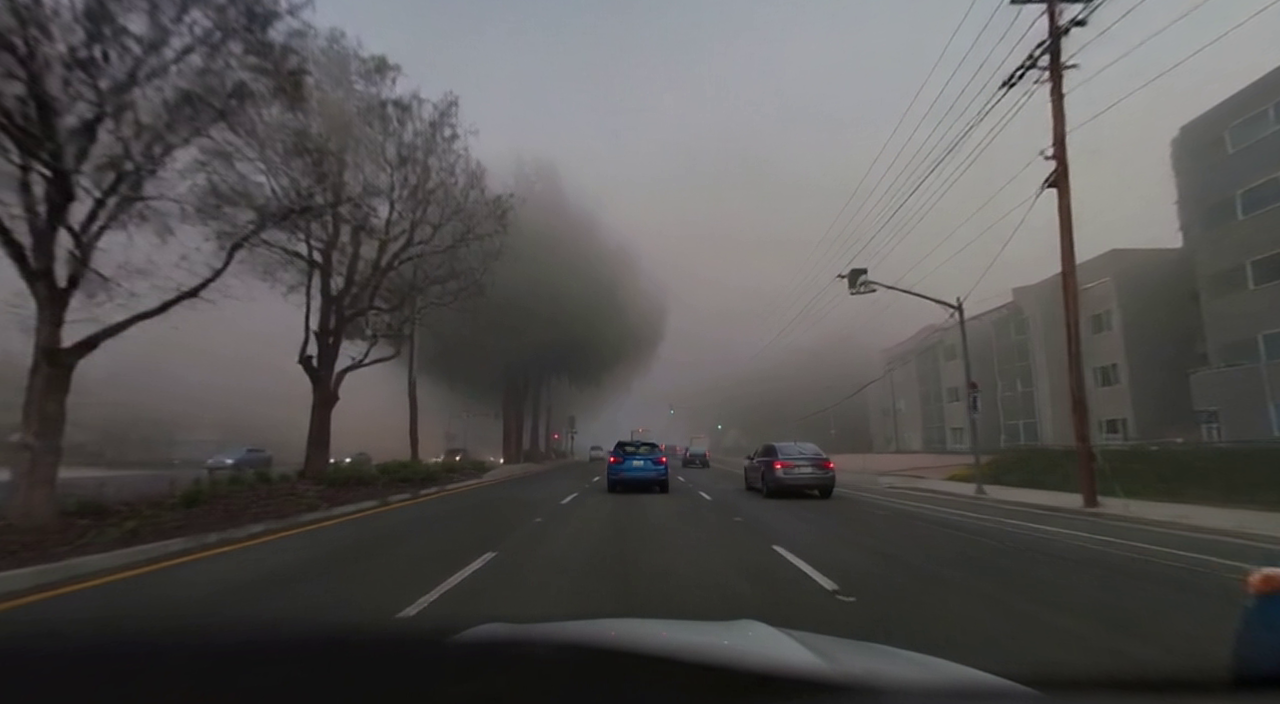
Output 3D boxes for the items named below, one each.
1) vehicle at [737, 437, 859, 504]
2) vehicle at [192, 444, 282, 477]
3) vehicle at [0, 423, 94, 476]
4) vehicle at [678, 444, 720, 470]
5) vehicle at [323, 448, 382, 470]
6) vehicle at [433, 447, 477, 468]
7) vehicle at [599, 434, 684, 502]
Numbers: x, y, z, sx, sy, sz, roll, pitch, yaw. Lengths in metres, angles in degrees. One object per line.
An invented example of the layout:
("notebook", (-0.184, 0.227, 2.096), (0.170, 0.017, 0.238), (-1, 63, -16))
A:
("vehicle", (3.979, 3.089, 16.826), (2.086, 1.534, 4.351), (0, -9, 0))
("vehicle", (-22.143, 5.985, 34.977), (1.982, 1.699, 4.421), (0, -9, 1))
("vehicle", (-49.203, 7.607, 49.235), (9.566, 3.955, 3.128), (1, -8, -7))
("vehicle", (3.542, 6.455, 38.841), (2.054, 1.461, 4.321), (0, -9, -1))
("vehicle", (-21.154, 7.907, 46.726), (2.026, 1.496, 4.680), (0, -9, 2))
("vehicle", (-14.012, 7.995, 48.027), (2.031, 1.490, 4.284), (0, -9, 0))
("vehicle", (0.003, 3.130, 17.326), (2.073, 1.606, 3.933), (0, -9, -1))
